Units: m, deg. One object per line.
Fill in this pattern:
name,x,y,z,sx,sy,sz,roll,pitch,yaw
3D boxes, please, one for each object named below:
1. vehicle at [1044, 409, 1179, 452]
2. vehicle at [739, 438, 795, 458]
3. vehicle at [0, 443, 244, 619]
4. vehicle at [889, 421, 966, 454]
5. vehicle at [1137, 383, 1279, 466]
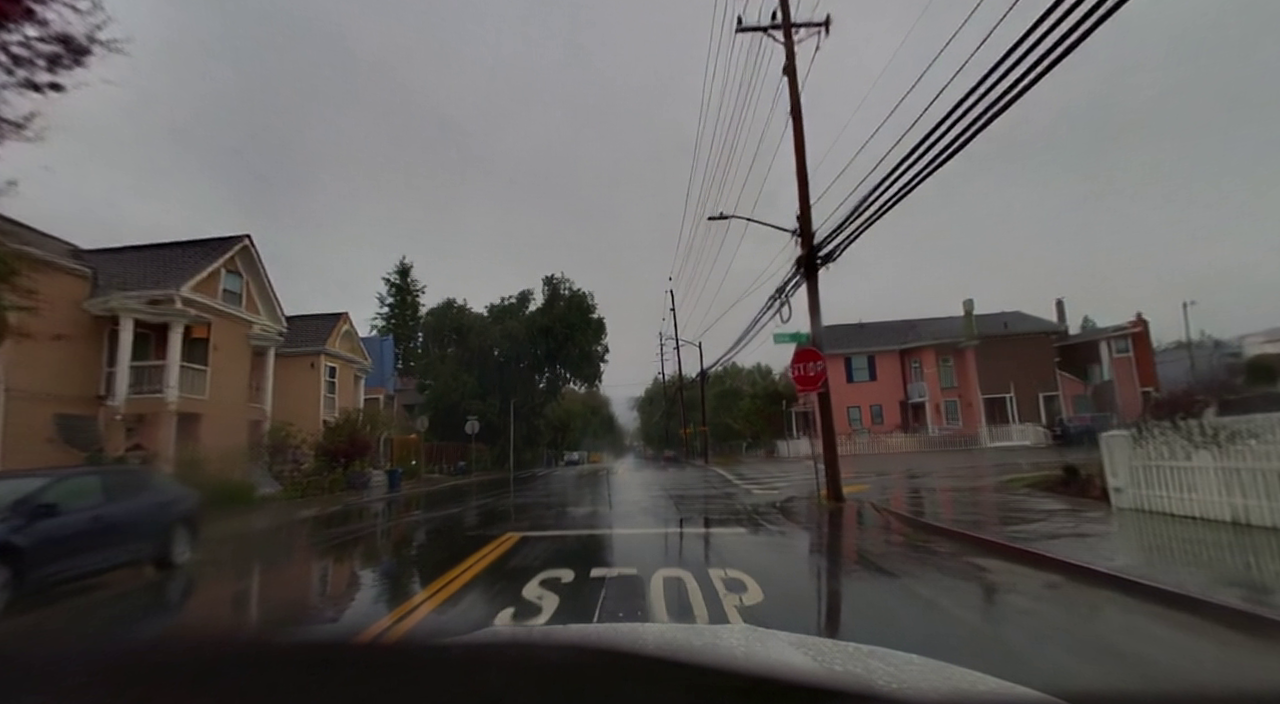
vehicle,21.129,3.576,28.460,4.466,1.769,2.033,1,-8,-1
vehicle,9.948,7.550,49.824,4.019,1.533,1.769,0,-9,0
vehicle,-6.752,1.900,7.088,2.026,1.560,4.062,-5,-9,0
vehicle,15.578,4.685,34.502,2.025,1.689,4.342,0,-9,-2
vehicle,16.633,1.862,16.076,6.022,1.953,2.250,0,-9,-1
